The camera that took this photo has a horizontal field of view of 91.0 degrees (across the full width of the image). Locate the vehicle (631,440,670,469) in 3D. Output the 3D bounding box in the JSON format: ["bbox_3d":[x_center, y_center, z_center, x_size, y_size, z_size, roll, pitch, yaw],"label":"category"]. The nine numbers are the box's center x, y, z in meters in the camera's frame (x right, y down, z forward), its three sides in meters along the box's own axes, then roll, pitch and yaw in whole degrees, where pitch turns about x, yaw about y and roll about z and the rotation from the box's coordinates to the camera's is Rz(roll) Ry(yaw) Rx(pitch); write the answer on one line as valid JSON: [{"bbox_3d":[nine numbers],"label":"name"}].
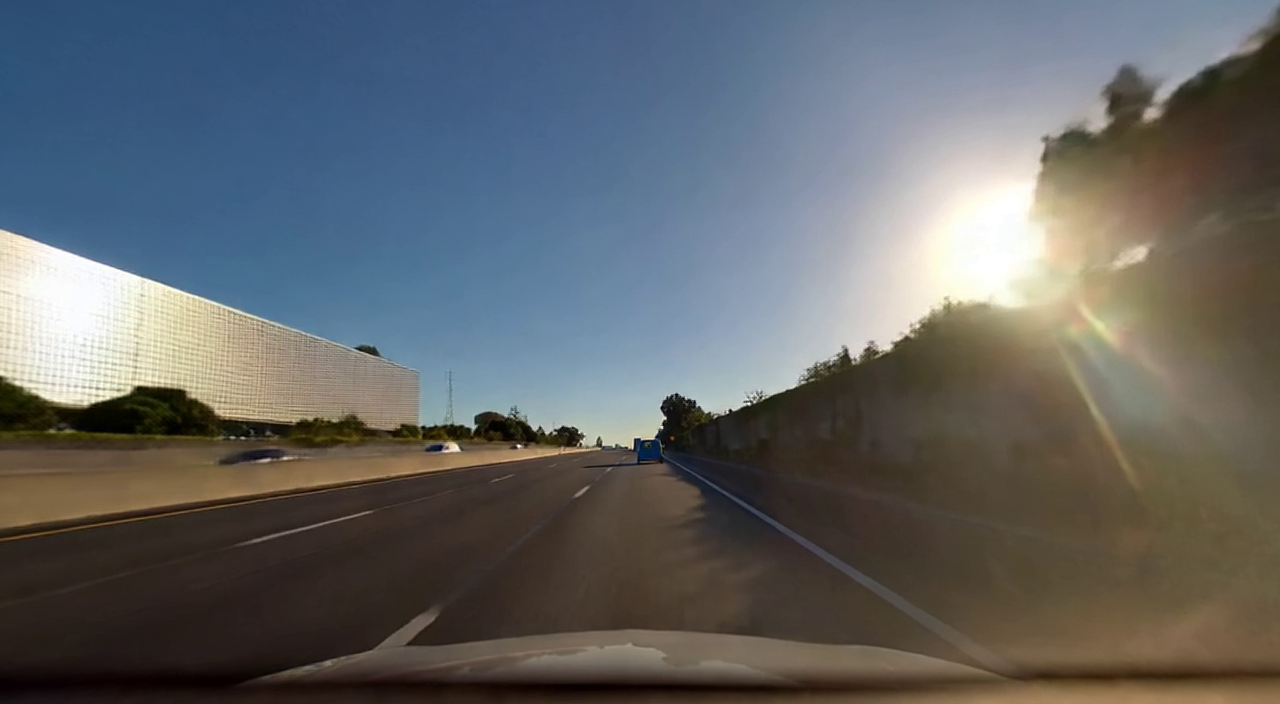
[{"bbox_3d":[0.550,5.562,34.466,1.997,1.484,3.409,0,-8,0],"label":"vehicle"}]
